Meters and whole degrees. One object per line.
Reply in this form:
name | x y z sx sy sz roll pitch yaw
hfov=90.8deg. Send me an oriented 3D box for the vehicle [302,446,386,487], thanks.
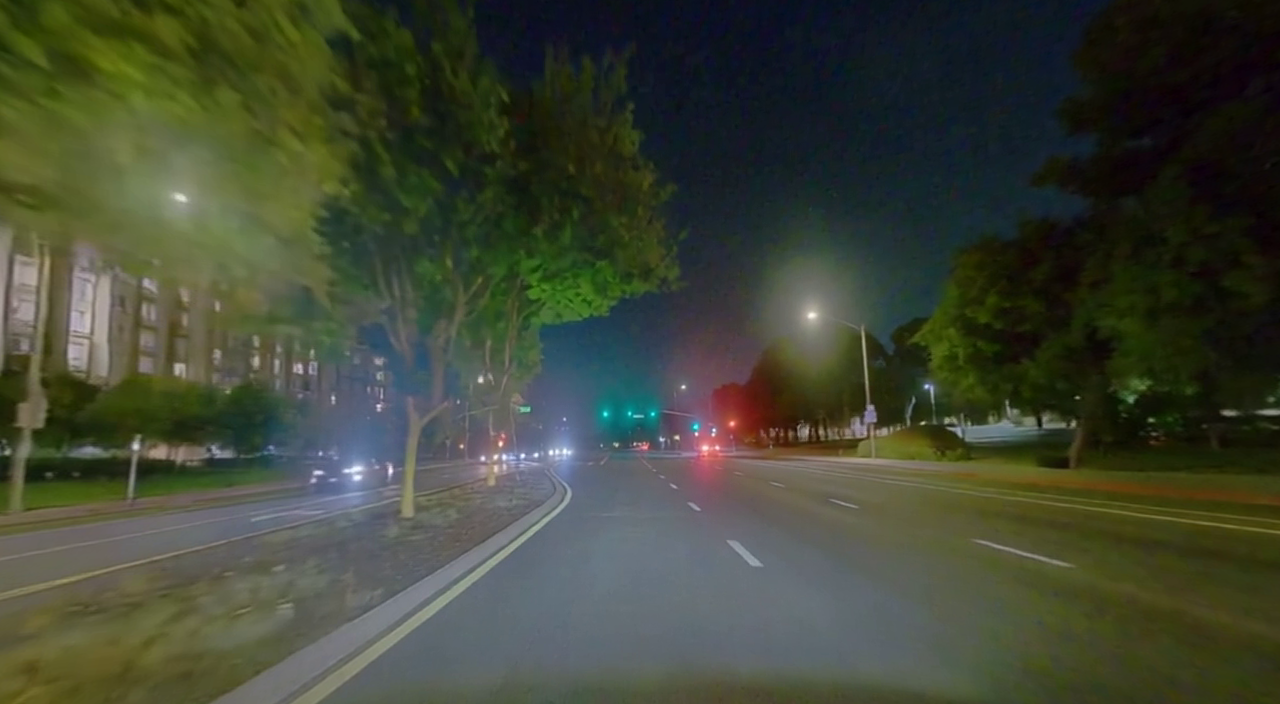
vehicle | -14.710 5.704 31.777 2.038 1.857 5.078 0 -9 -4
